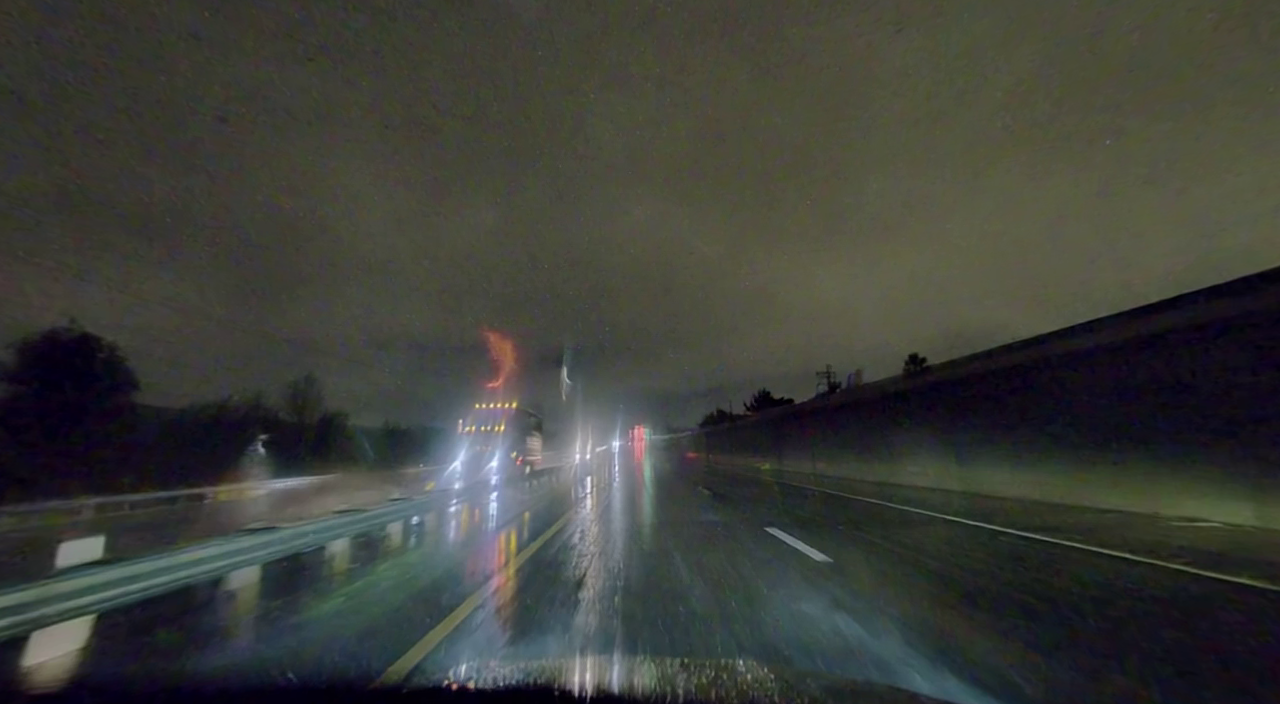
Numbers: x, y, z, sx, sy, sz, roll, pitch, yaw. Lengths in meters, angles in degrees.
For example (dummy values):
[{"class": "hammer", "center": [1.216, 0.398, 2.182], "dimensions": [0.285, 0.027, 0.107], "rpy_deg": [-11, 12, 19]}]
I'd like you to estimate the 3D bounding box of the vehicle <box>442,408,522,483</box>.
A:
[{"class": "vehicle", "center": [-8.776, 5.331, 35.667], "dimensions": [3.025, 3.871, 5.988], "rpy_deg": [0, -9, -1]}]
